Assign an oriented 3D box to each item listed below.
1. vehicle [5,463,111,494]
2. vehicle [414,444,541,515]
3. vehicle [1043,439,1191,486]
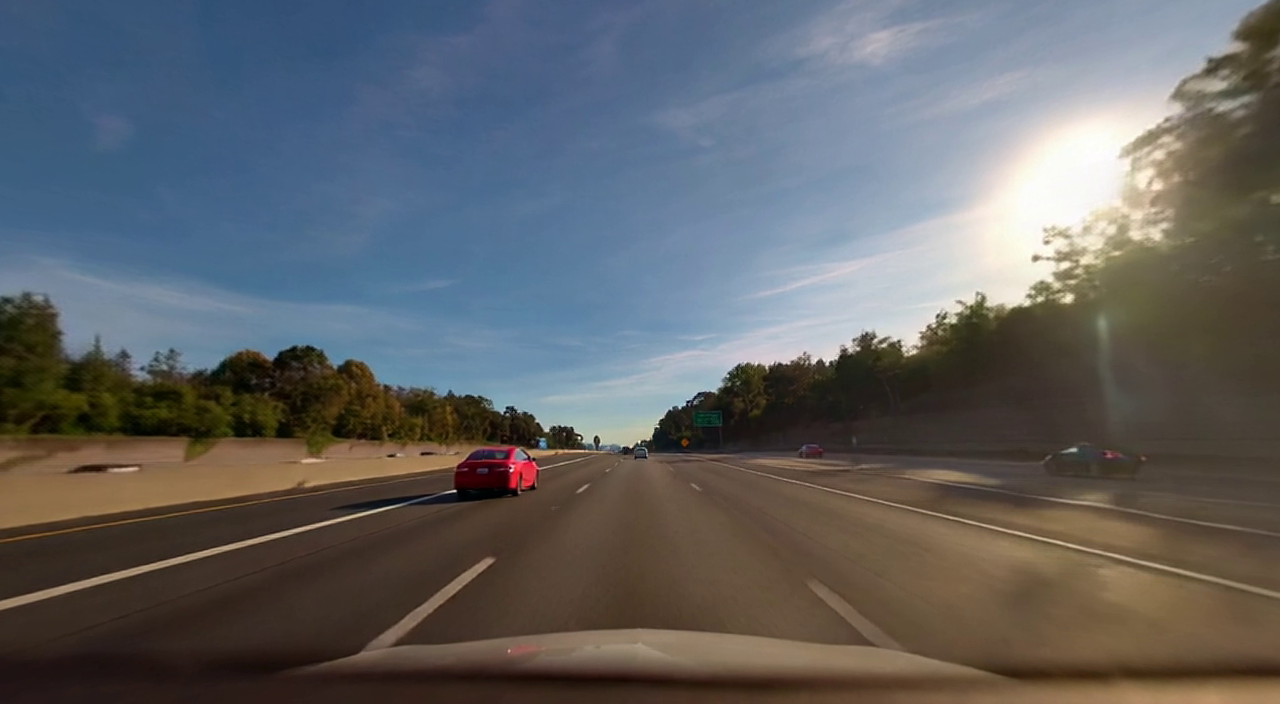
[{"bbox_3d":[-31.205,6.763,34.005,1.763,1.463,4.259,0,-9,-2],"label":"vehicle"},{"bbox_3d":[-3.733,2.996,15.408,1.873,1.438,4.546,-1,-9,1],"label":"vehicle"},{"bbox_3d":[16.282,3.794,21.904,1.805,1.427,4.447,-1,-9,3],"label":"vehicle"}]
